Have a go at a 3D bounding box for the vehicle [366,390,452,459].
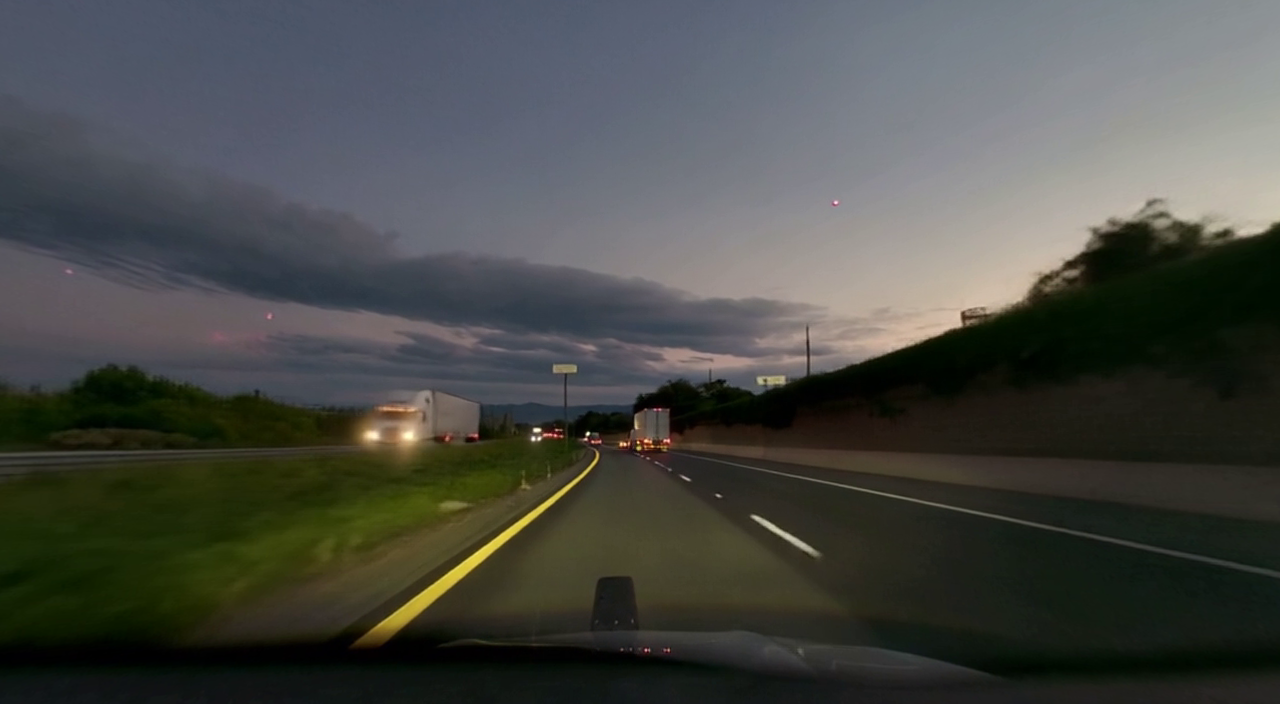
[{"bbox_3d":[-13.821,4.474,38.222,2.962,3.832,5.796,0,-8,0],"label":"vehicle"}]
